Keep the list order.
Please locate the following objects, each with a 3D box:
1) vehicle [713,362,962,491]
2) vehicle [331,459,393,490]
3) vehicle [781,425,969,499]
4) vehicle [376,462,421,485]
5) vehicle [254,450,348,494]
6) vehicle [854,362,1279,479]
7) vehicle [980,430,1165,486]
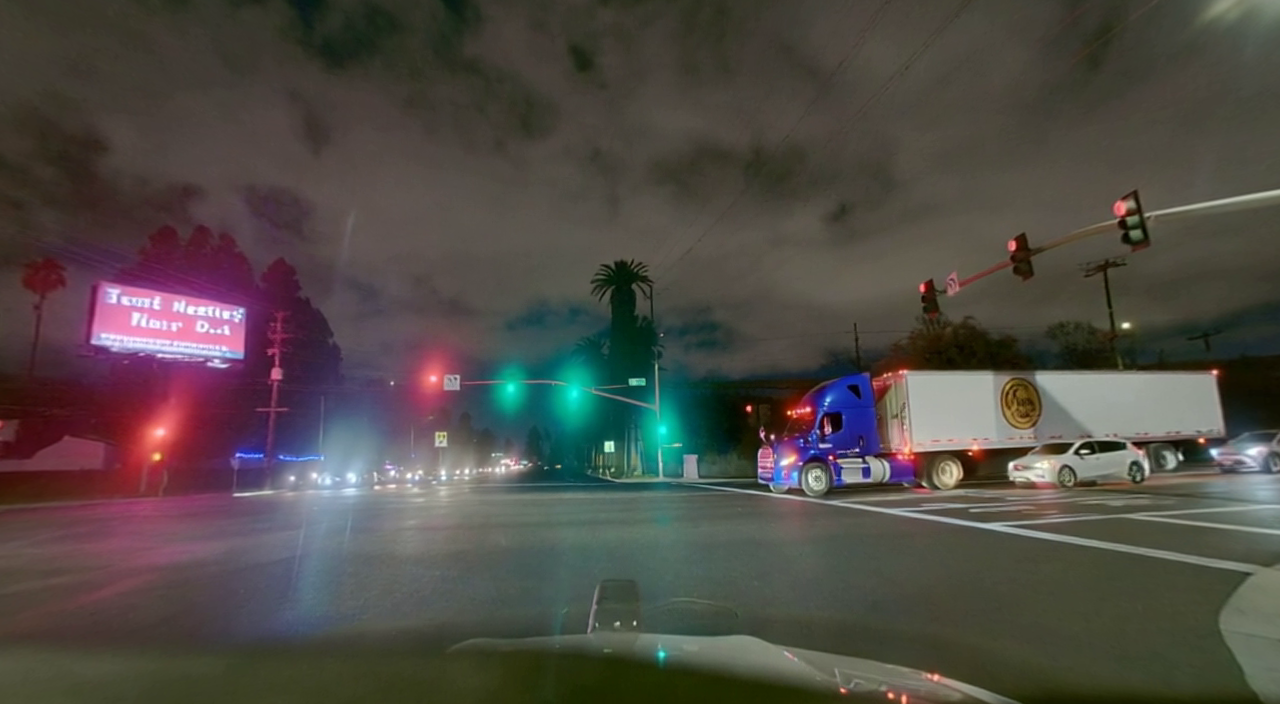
[{"bbox_3d":[7.144,2.811,23.625,8.167,4.352,3.029,1,-9,-9],"label":"vehicle"},{"bbox_3d":[-17.702,7.797,40.591,2.028,1.744,4.876,0,-9,-4],"label":"vehicle"},{"bbox_3d":[7.457,3.528,20.397,5.079,1.893,2.200,-2,-10,-10],"label":"vehicle"},{"bbox_3d":[-18.552,9.329,48.777,1.834,1.521,4.970,0,-9,-4],"label":"vehicle"},{"bbox_3d":[-22.111,7.791,41.656,2.989,2.573,6.053,0,-9,-3],"label":"vehicle"},{"bbox_3d":[17.362,2.771,25.350,17.071,4.151,2.876,1,-9,-10],"label":"vehicle"},{"bbox_3d":[14.450,3.557,21.280,4.958,1.510,1.949,-2,-10,-8],"label":"vehicle"}]
